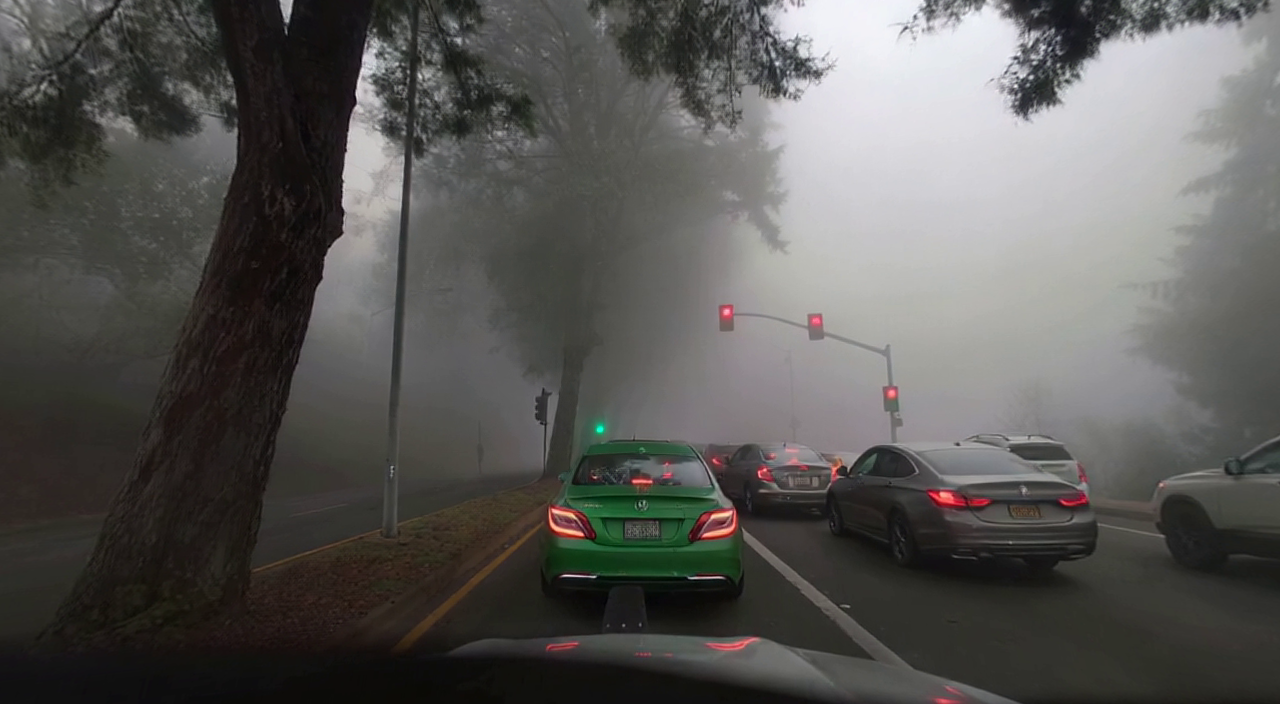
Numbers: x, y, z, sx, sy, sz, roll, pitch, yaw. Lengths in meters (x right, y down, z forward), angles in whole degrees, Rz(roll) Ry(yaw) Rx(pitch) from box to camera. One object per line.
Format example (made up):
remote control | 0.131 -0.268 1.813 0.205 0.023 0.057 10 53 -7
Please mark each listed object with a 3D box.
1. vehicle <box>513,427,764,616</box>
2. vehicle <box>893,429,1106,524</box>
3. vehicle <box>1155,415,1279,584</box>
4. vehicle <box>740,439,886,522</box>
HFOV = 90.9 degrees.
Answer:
vehicle | 0.009 1.683 7.096 2.015 1.502 3.898 0 -9 1
vehicle | 7.014 2.461 12.915 1.923 1.611 4.094 0 -9 0
vehicle | 6.932 1.336 5.588 1.783 1.572 3.421 0 -9 1
vehicle | 3.528 2.716 13.828 1.934 1.494 4.446 0 -9 0
